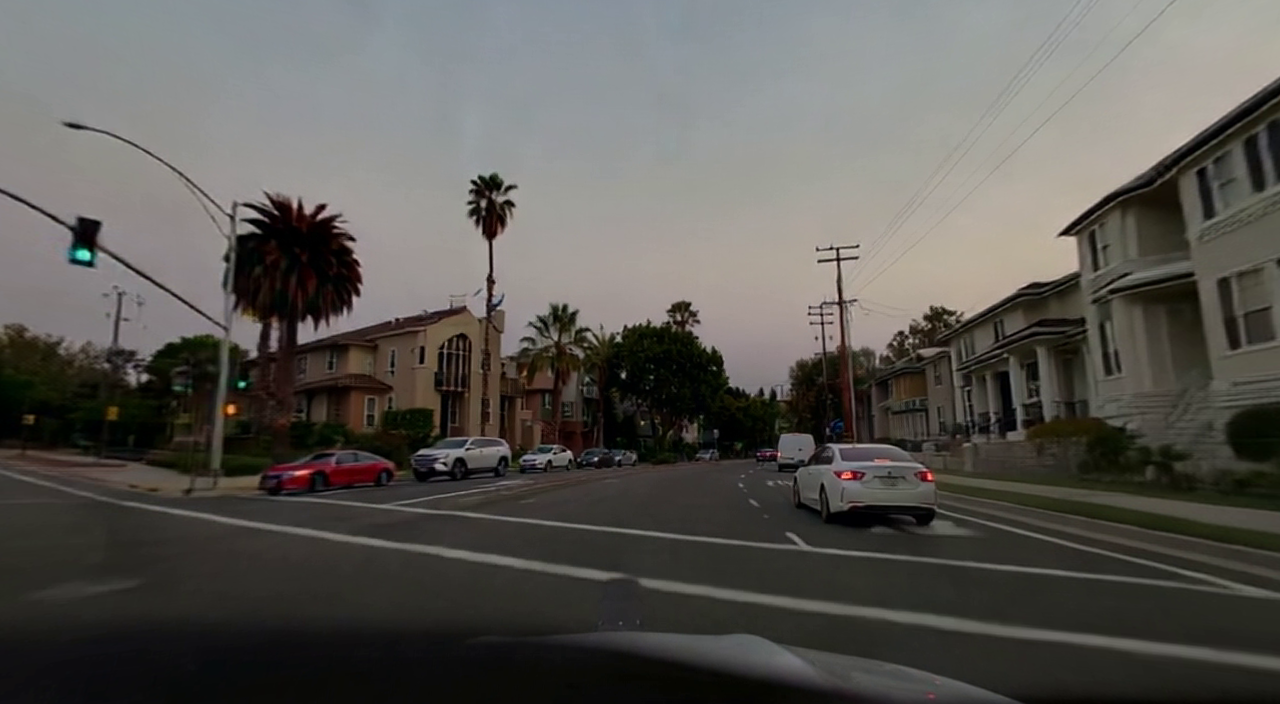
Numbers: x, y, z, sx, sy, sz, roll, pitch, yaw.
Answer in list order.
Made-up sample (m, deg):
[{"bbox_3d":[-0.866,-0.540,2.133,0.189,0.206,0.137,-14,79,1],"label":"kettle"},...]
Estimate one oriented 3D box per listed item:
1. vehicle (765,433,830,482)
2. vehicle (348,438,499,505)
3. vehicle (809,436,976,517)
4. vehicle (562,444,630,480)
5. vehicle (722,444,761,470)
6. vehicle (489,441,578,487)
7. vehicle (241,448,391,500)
[{"bbox_3d":[6.918,4.666,28.164,2.109,2.002,4.424,-1,-9,5],"label":"vehicle"},{"bbox_3d":[-5.953,3.303,18.115,1.959,1.515,4.668,-2,-7,12],"label":"vehicle"},{"bbox_3d":[5.529,2.777,14.606,2.096,1.552,4.519,-1,-9,2],"label":"vehicle"},{"bbox_3d":[-2.211,5.744,33.246,2.081,1.453,4.698,-5,-7,14],"label":"vehicle"},{"bbox_3d":[6.634,6.765,40.903,1.923,1.576,4.026,-3,-9,16],"label":"vehicle"},{"bbox_3d":[-4.043,4.311,24.679,1.852,1.498,4.238,-5,-9,14],"label":"vehicle"},{"bbox_3d":[-9.481,3.572,18.869,1.891,1.358,3.828,-2,-9,13],"label":"vehicle"}]
